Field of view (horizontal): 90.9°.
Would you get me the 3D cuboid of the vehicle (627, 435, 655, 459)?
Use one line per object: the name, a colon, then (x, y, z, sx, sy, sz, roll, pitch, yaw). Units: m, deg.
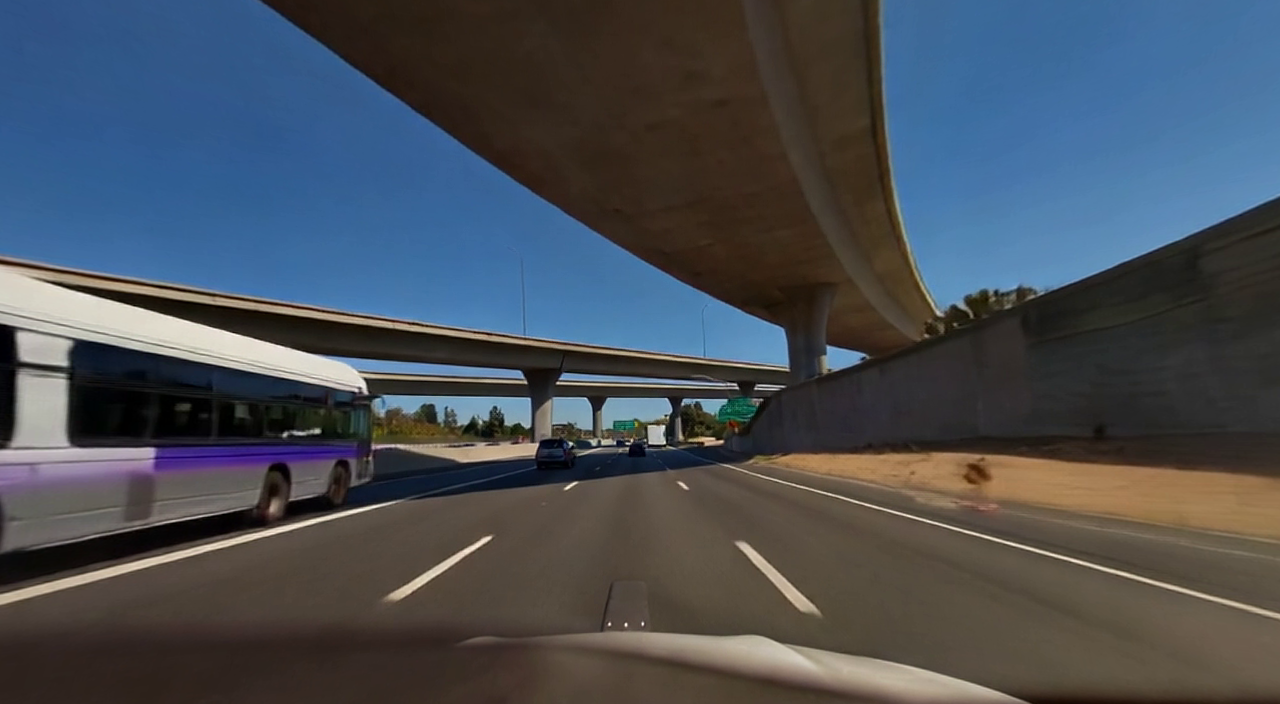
vehicle: (0.024, 7.212, 47.816, 2.052, 1.711, 4.223, 0, -8, -1)

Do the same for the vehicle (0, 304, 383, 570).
vehicle: (-7.570, 1.476, 10.856, 2.872, 2.890, 7.923, 0, -9, 0)

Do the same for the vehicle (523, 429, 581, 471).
vehicle: (-4.292, 4.874, 31.510, 2.147, 1.918, 4.834, 0, -8, 1)
